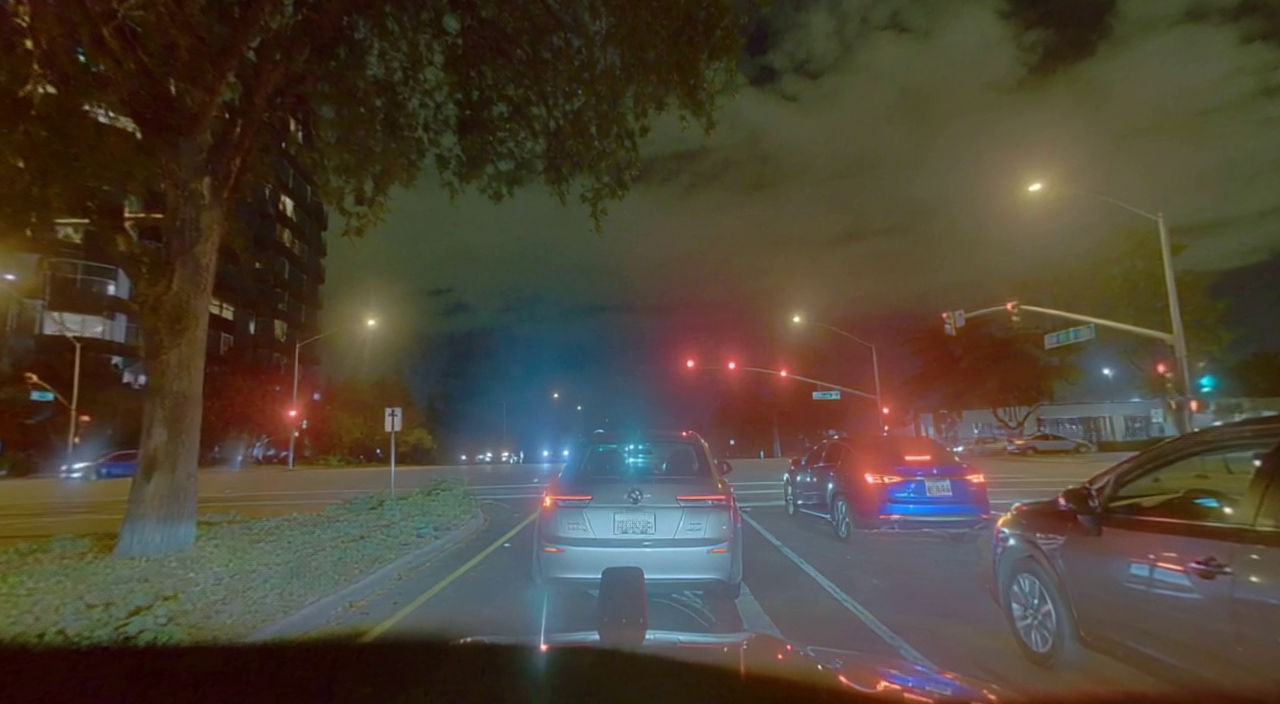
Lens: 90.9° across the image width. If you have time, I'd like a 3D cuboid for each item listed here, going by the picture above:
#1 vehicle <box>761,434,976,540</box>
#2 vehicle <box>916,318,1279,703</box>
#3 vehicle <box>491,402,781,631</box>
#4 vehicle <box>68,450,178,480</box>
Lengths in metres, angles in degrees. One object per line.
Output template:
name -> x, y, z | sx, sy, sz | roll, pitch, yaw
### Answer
vehicle -> 3.693, 2.263, 11.296 | 2.054, 1.482, 4.654 | 0, -9, -1
vehicle -> 3.667, 0.919, 3.449 | 2.162, 1.829, 4.519 | 0, -9, -1
vehicle -> -0.042, 1.475, 6.507 | 2.074, 1.631, 3.793 | 0, -9, 0
vehicle -> -36.512, 7.976, 44.838 | 5.783, 1.933, 2.174 | 6, -11, -35
